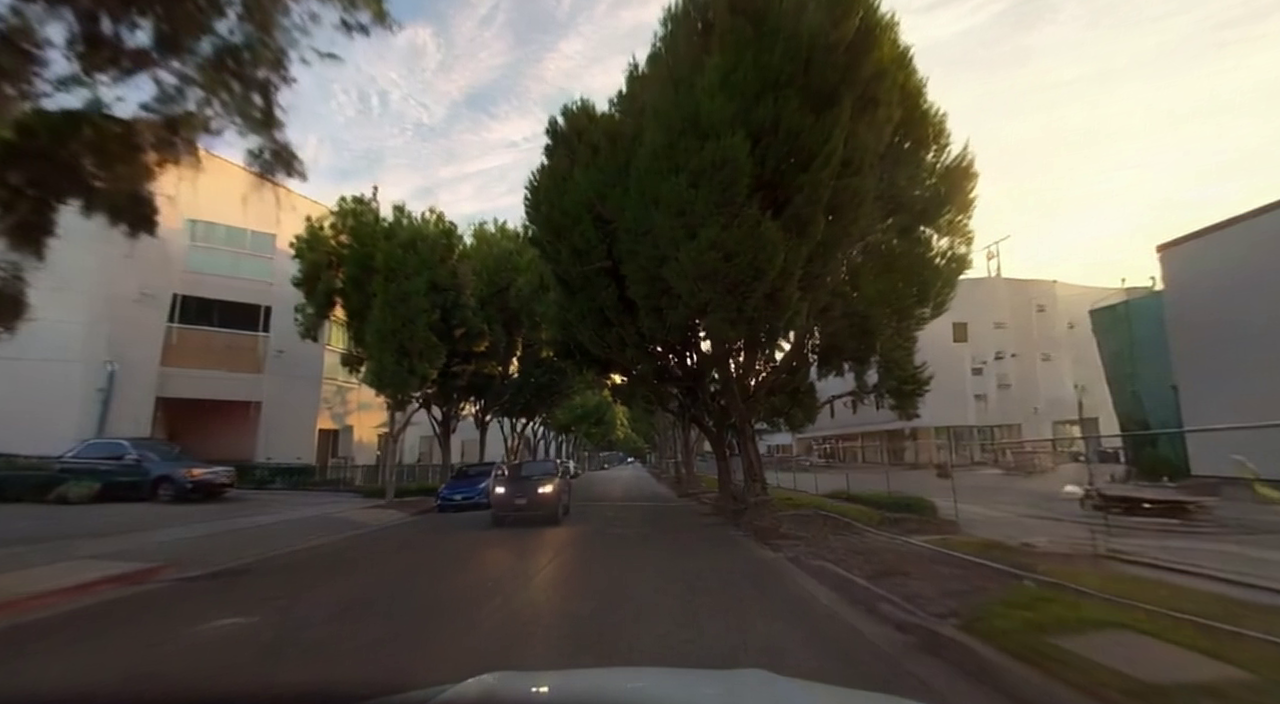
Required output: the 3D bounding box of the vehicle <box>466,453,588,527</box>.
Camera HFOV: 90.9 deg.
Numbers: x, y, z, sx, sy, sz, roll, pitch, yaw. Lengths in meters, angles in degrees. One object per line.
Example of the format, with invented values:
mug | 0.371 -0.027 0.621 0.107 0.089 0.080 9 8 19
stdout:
vehicle | -2.485 3.223 15.079 1.978 1.453 4.314 1 -10 2
